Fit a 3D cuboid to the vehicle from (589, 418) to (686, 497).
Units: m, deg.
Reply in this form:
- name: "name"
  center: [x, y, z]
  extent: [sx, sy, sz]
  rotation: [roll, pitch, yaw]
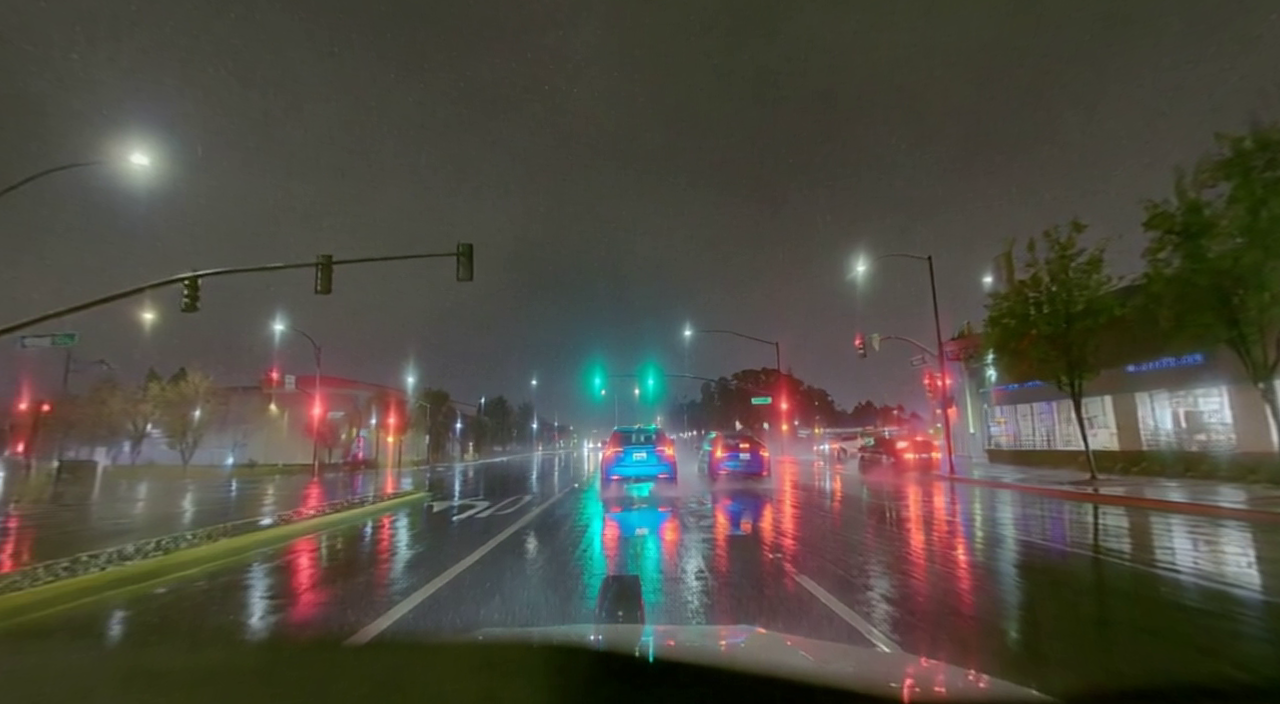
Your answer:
- name: "vehicle"
  center: [-0.156, 2.968, 18.144]
  extent: [2.413, 1.939, 4.716]
  rotation: [0, -8, -2]

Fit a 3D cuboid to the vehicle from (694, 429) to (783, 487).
- name: "vehicle"
  center: [3.155, 3.509, 21.192]
  extent: [2.107, 1.736, 4.228]
  rotation: [0, -8, -3]
